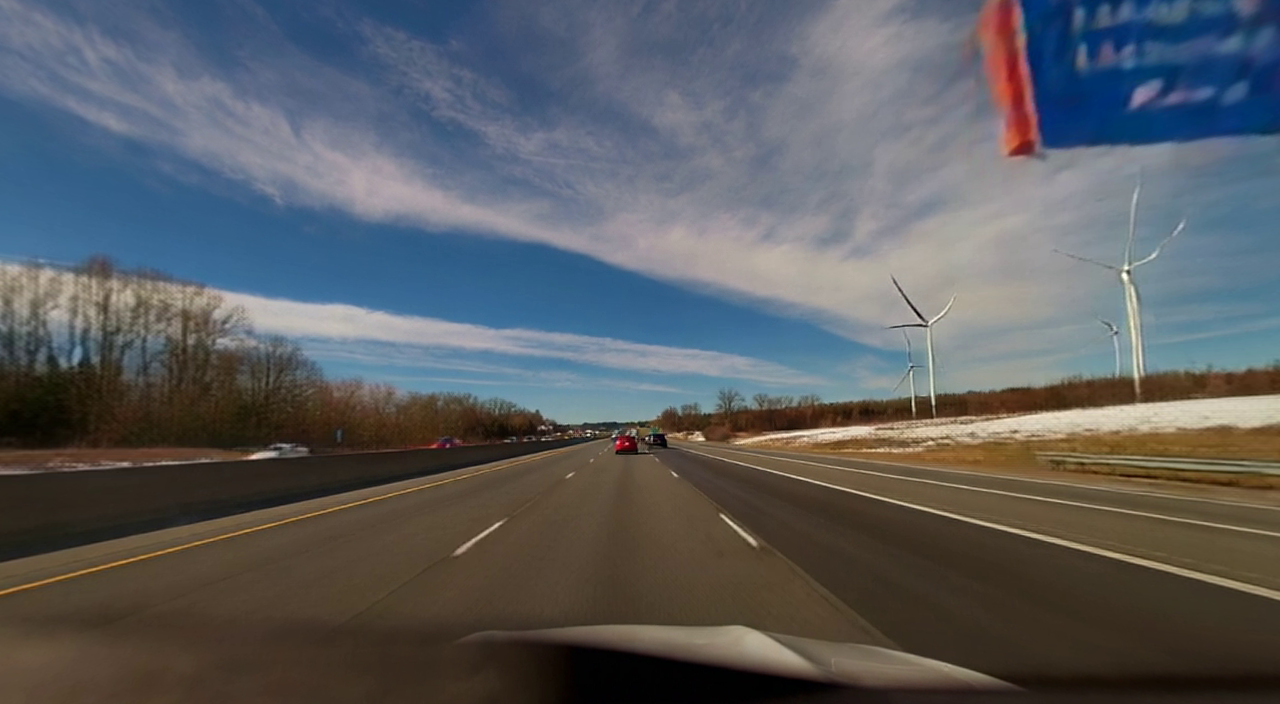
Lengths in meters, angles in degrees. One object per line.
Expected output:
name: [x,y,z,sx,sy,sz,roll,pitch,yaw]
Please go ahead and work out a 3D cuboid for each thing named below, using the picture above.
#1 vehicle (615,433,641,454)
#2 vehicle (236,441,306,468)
vehicle: [-0.927,6.913,47.728,1.892,1.496,3.575,0,-8,-2]
vehicle: [-23.775,6.603,40.740,1.883,1.640,4.409,0,-8,-1]
